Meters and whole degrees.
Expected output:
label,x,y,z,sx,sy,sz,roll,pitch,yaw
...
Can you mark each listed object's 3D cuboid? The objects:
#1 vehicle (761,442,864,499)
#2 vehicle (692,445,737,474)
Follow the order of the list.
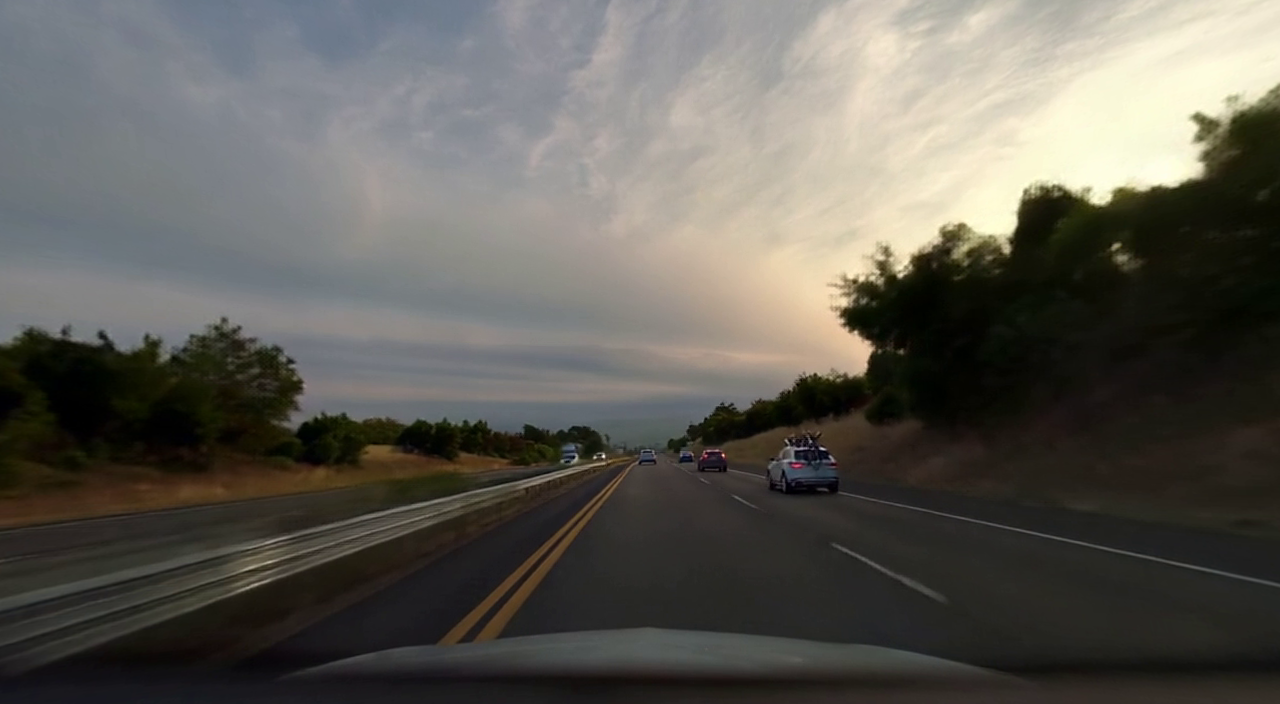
label,x,y,z,sx,sy,sz,roll,pitch,yaw
vehicle,5.050,3.502,18.975,1.964,1.513,3.707,0,-9,-1
vehicle,4.470,6.543,38.478,2.122,1.662,4.392,0,-9,0
